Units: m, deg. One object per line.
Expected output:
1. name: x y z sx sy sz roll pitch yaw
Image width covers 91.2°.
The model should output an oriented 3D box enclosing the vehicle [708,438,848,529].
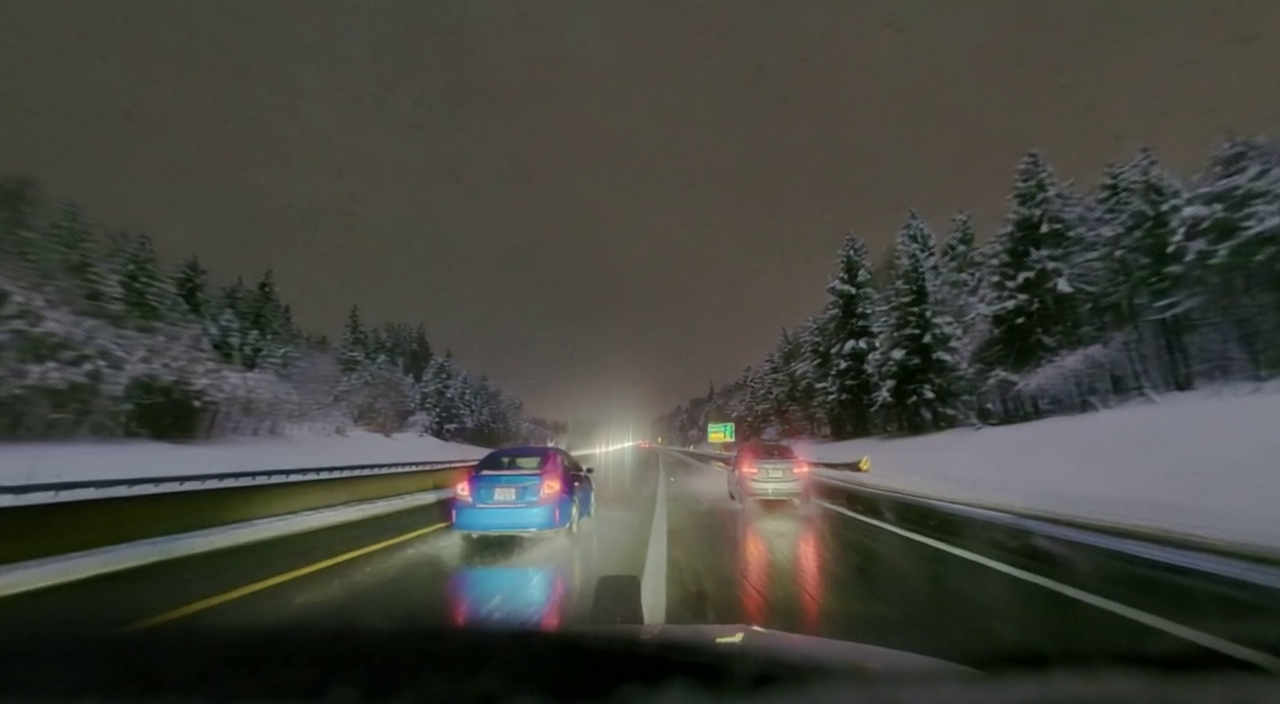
1. vehicle: 2.590 2.585 12.856 2.021 1.533 4.014 -1 -9 1

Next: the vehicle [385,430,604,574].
1. vehicle: -1.718 1.973 9.046 2.083 1.548 4.251 -1 -9 1
